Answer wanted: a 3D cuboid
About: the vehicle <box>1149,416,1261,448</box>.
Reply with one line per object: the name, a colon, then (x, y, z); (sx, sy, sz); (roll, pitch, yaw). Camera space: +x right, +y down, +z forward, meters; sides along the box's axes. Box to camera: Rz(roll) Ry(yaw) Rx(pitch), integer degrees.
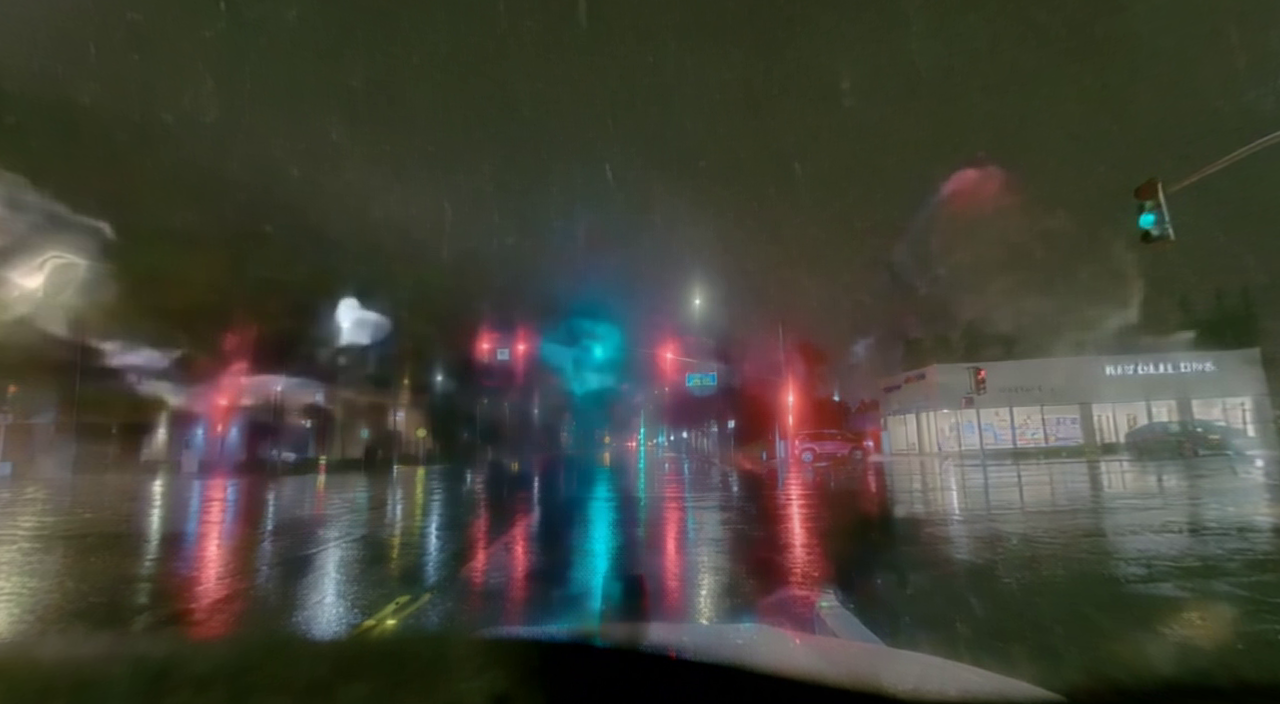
vehicle: (28.267, 4.073, 31.724); (1.799, 1.459, 4.266); (0, -8, 3)
